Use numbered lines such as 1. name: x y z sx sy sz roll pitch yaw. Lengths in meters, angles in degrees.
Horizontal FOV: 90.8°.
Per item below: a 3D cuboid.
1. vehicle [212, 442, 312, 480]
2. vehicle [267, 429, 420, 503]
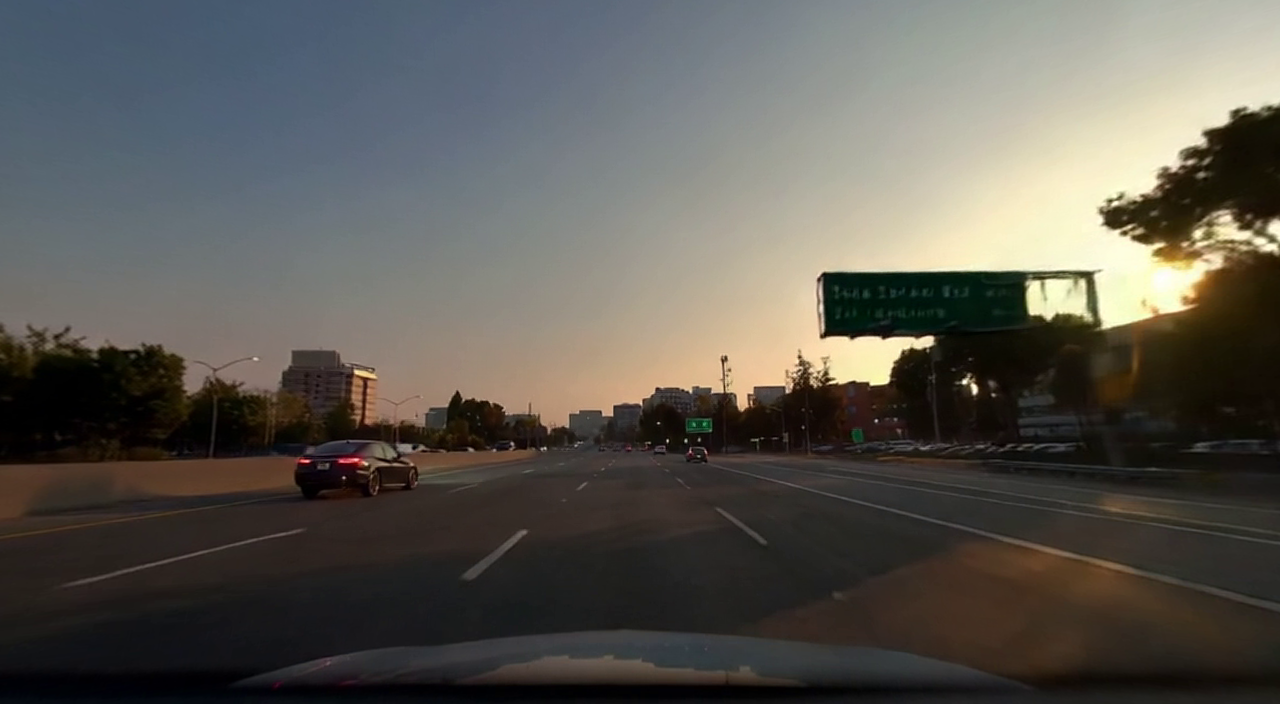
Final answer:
1. vehicle: -17.295 4.956 29.193 1.824 1.580 4.407 0 -8 0
2. vehicle: -7.796 3.019 17.184 2.089 1.724 4.327 0 -8 -1
